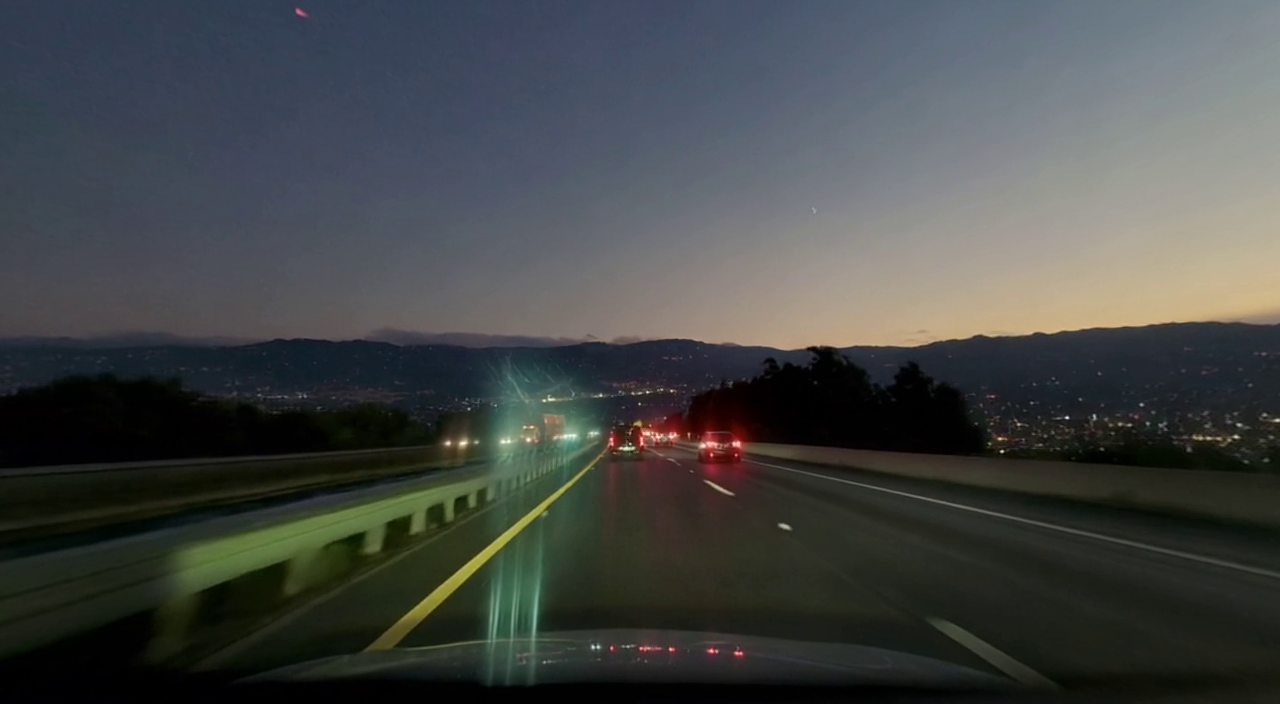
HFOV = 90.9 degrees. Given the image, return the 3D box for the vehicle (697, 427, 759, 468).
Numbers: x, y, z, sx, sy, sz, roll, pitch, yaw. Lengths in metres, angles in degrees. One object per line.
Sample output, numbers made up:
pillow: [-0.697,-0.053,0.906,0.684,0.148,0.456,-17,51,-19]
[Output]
vehicle: [3.669,4.042,26.959,1.981,1.606,3.956,0,-8,-2]

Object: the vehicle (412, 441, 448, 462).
vehicle: [-16.064,7.576,48.341,1.764,1.465,3.584,-2,-8,-3]

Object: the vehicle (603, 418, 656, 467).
vehicle: [-0.508,4.184,29.186,2.270,2.044,4.633,0,-8,-1]
